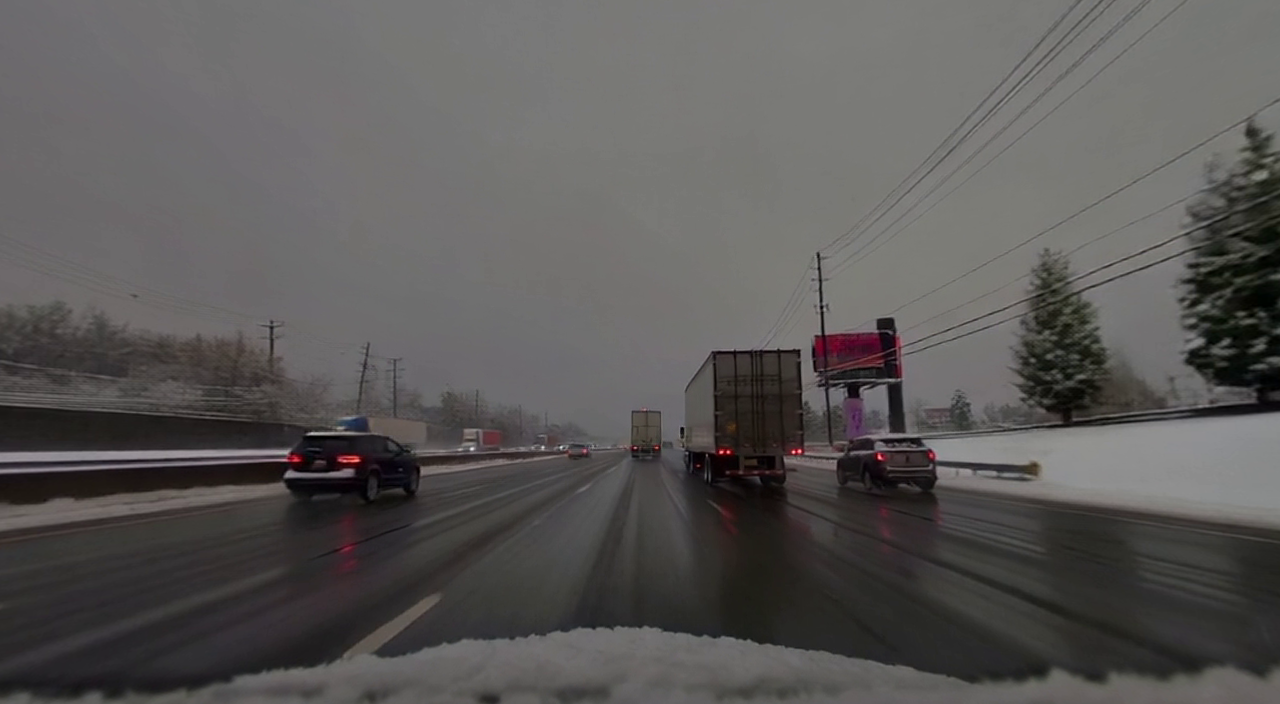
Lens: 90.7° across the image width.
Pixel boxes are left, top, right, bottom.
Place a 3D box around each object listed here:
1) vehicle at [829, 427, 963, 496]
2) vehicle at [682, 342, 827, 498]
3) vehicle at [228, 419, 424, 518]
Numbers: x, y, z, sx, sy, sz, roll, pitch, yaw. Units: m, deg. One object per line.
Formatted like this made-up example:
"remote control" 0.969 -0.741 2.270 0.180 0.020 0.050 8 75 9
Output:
"vehicle" 7.630 3.308 19.472 2.115 1.844 4.522 0 -9 -1
"vehicle" 3.591 3.048 25.241 2.892 4.152 16.575 0 -9 1
"vehicle" -6.773 2.577 14.410 2.004 1.846 4.739 0 -9 0
